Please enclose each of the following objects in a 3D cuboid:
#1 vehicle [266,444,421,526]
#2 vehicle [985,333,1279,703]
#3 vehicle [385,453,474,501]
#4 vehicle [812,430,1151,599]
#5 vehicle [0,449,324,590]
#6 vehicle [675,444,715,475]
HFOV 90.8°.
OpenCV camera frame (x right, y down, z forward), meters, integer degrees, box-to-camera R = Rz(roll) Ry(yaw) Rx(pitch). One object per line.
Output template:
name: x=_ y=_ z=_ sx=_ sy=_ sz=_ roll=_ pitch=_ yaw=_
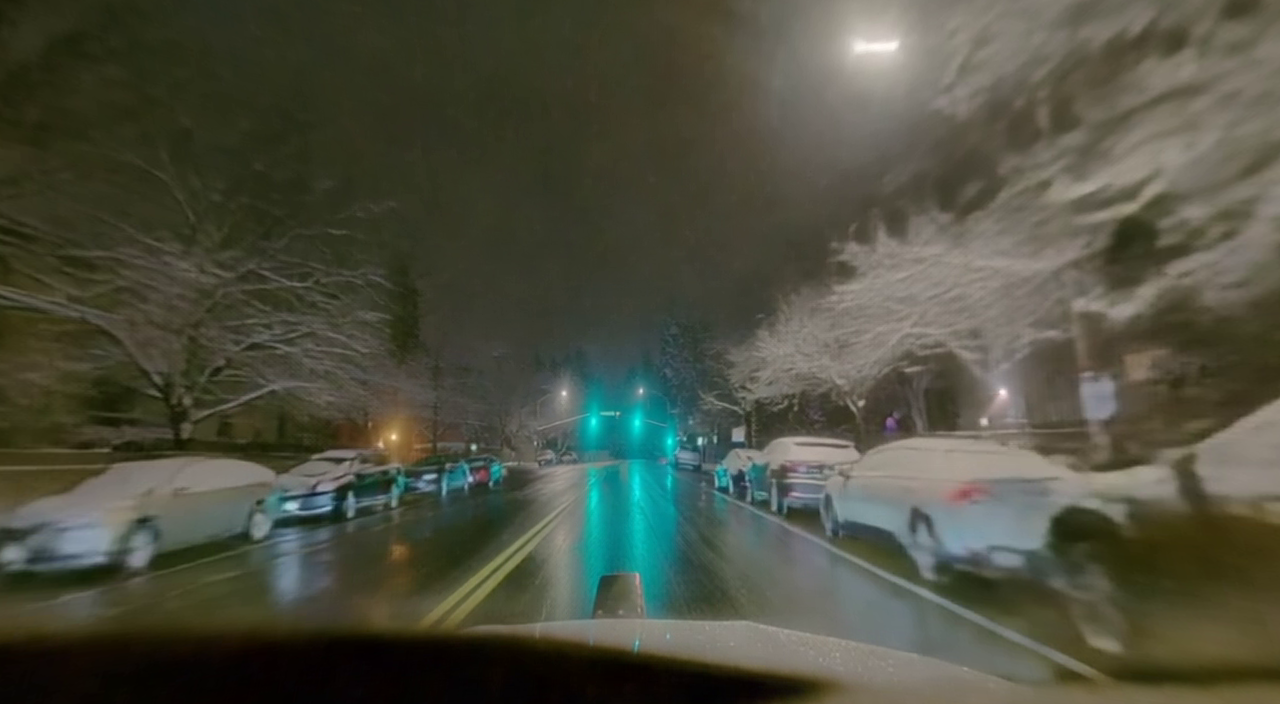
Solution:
vehicle: x=-7.562 y=3.369 z=16.743 sx=2.091 sy=1.724 sz=4.536 roll=-2 pitch=-7 yaw=-2
vehicle: x=3.989 y=0.765 z=2.249 sx=2.255 sy=1.863 sz=5.629 roll=0 pitch=-9 yaw=-1
vehicle: x=-7.697 y=4.570 z=23.608 sx=2.013 sy=1.550 sz=4.290 roll=0 pitch=-9 yaw=-2
vehicle: x=3.800 y=1.849 z=8.144 sx=1.914 sy=1.552 sz=4.321 roll=0 pitch=-9 yaw=0
vehicle: x=-7.354 y=2.472 z=10.318 sx=2.113 sy=1.486 sz=4.774 roll=-3 pitch=-7 yaw=-2
vehicle: x=3.604 y=7.137 z=42.306 sx=2.034 sy=1.906 sz=4.653 roll=0 pitch=-9 yaw=-2
